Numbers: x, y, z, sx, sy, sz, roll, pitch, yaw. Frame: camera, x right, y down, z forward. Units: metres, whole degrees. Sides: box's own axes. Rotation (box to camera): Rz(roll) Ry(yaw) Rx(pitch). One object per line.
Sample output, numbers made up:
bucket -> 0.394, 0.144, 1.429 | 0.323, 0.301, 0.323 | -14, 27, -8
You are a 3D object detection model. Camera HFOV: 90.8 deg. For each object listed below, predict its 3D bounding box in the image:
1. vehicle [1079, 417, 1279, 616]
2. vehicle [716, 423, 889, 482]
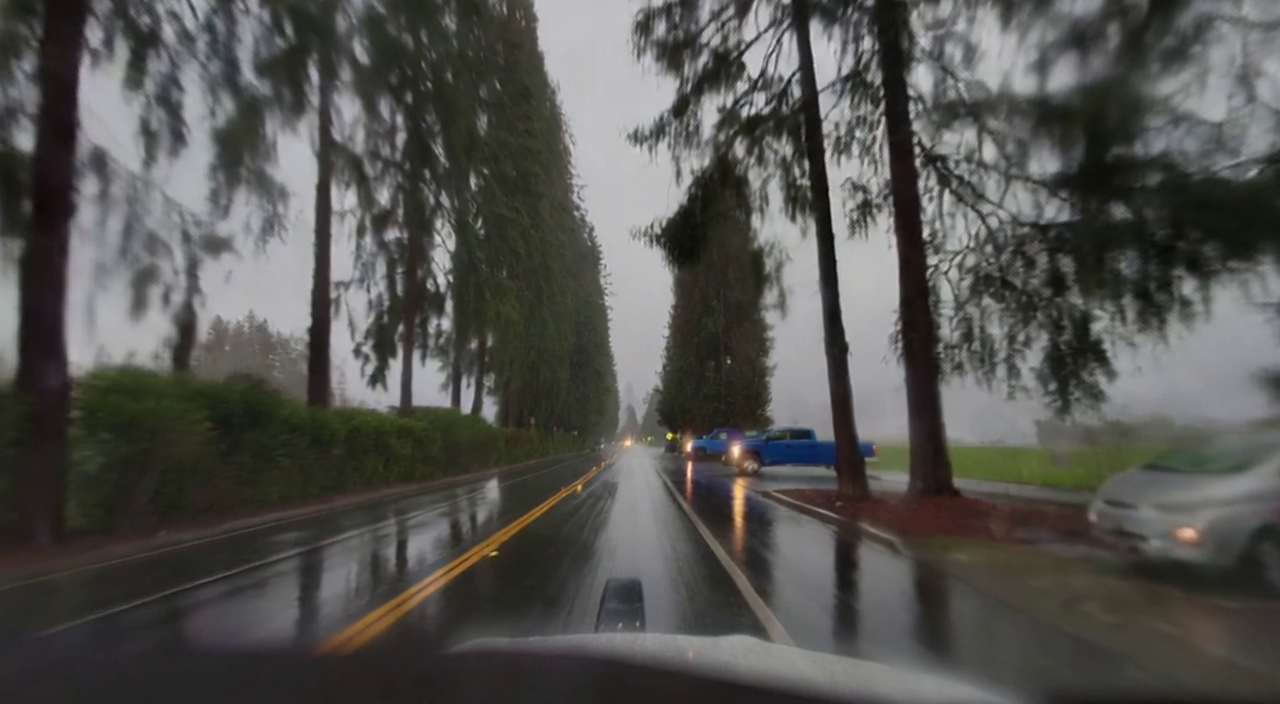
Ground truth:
vehicle -> 7.093, 1.491, 6.280 | 3.937, 1.597, 2.004 | 0, -8, -2
vehicle -> 5.946, 3.775, 23.842 | 5.797, 2.070, 2.502 | 0, -8, -1
